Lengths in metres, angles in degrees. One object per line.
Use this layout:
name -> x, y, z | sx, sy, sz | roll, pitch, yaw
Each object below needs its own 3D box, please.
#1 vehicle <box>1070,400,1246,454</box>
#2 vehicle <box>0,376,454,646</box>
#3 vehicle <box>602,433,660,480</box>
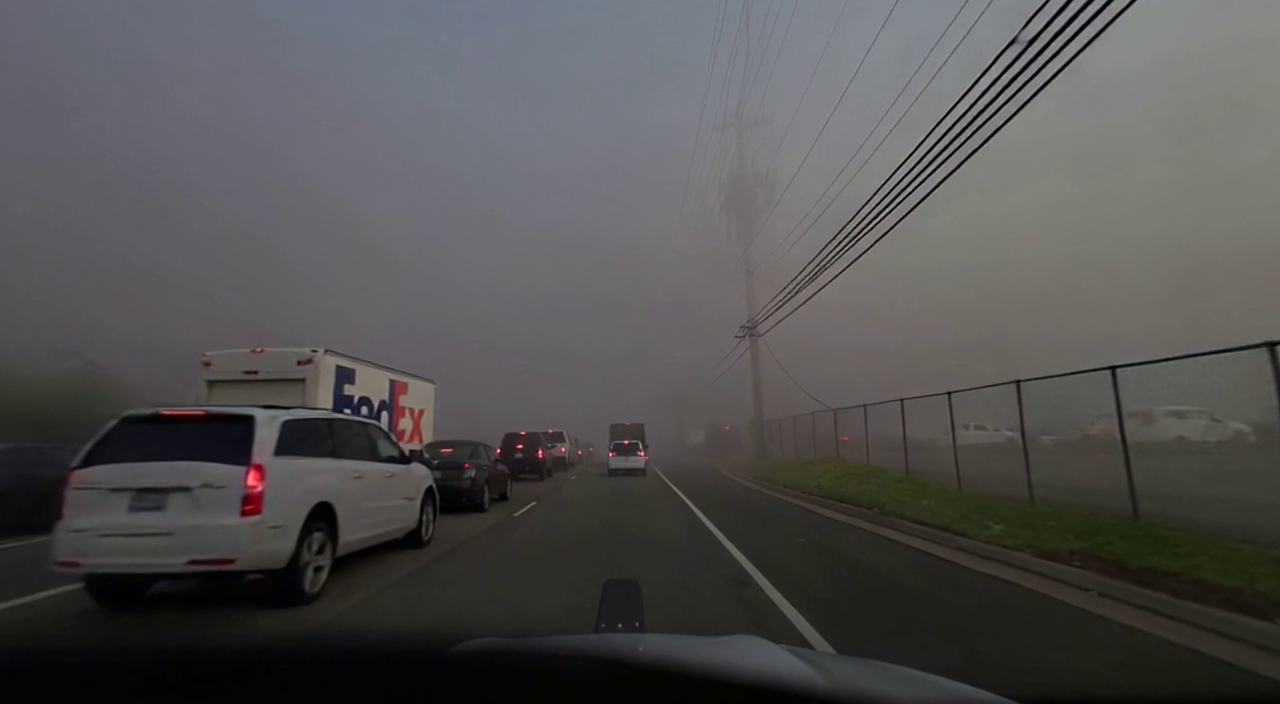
vehicle -> 32.607, 4.786, 39.820 | 8.848, 3.271, 2.774 | 0, -9, -5
vehicle -> -3.871, 1.419, 6.724 | 2.263, 1.803, 4.868 | 0, -8, 0
vehicle -> -0.372, 4.024, 24.546 | 2.055, 1.671, 4.147 | 0, -8, -1
